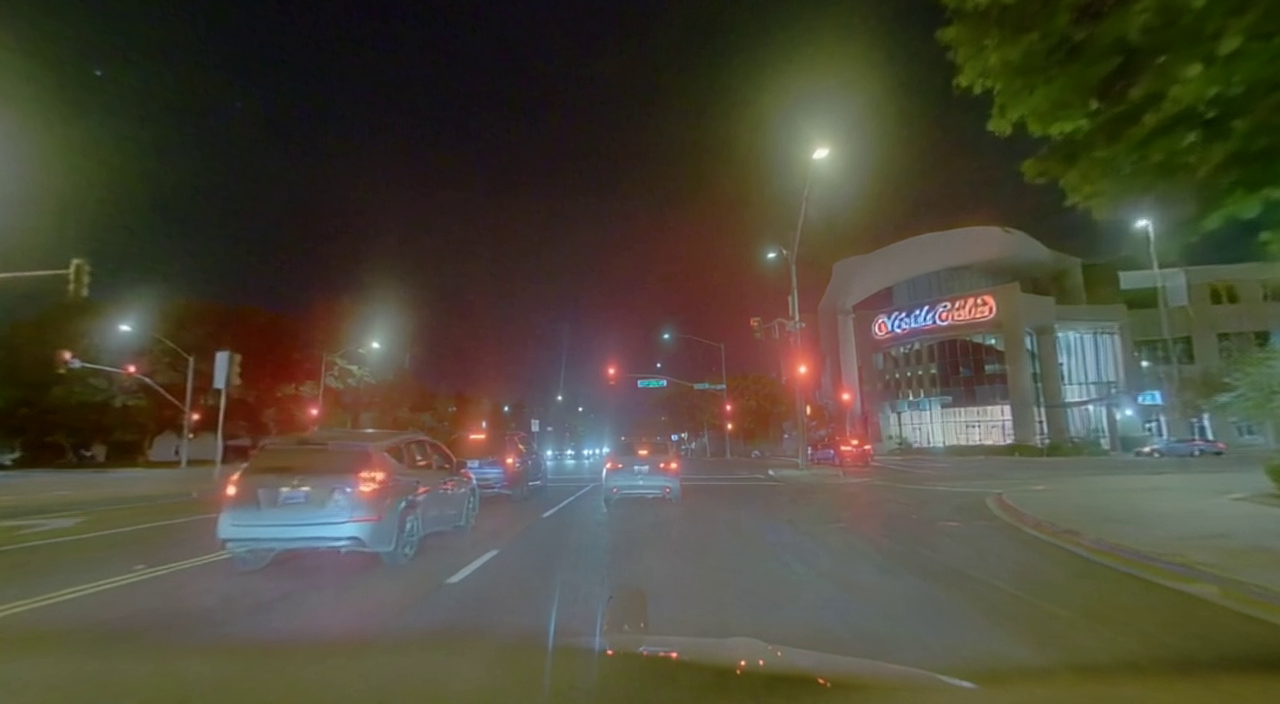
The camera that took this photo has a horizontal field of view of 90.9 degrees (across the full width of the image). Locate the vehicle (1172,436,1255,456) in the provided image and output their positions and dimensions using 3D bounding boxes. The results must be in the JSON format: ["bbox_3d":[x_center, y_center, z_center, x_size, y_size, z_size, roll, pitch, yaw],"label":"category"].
[{"bbox_3d":[43.691,7.150,48.039,4.582,1.442,1.860,0,-8,-3],"label":"vehicle"}]

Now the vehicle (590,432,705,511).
[{"bbox_3d":[0.236,2.633,14.408,2.258,1.507,3.896,-1,-8,3],"label":"vehicle"}]

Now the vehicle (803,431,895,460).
[{"bbox_3d":[13.078,5.866,39.617,5.032,1.762,1.982,0,-8,0],"label":"vehicle"}]

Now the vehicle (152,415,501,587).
[{"bbox_3d":[-3.290,1.653,7.870,2.029,1.517,4.375,0,-8,1],"label":"vehicle"}]
